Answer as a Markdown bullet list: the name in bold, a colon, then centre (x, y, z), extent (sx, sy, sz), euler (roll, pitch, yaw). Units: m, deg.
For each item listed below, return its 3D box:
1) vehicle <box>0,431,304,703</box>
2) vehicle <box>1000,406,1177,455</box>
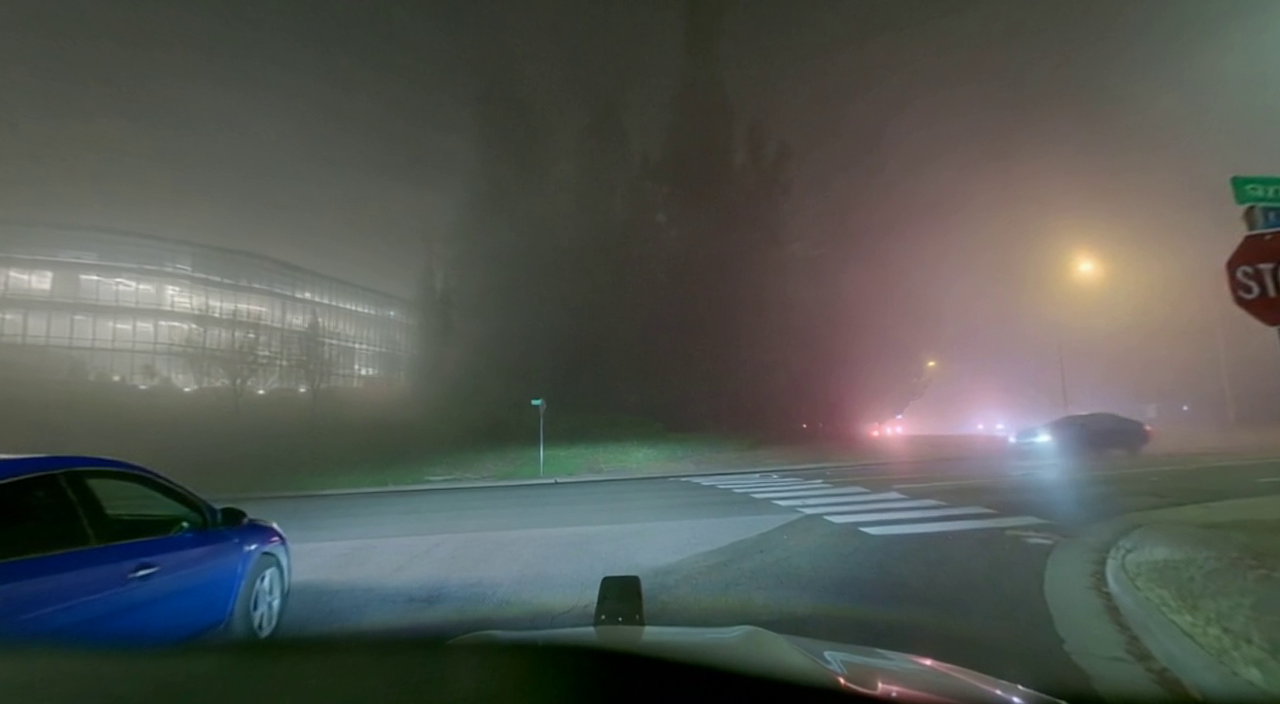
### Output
- **vehicle**: centre (-3.303, 1.044, 2.486), extent (2.069, 1.413, 5.006), euler (1, -9, -11)
- **vehicle**: centre (15.027, 2.664, 21.294), extent (4.788, 1.548, 1.965), euler (1, -9, -11)
